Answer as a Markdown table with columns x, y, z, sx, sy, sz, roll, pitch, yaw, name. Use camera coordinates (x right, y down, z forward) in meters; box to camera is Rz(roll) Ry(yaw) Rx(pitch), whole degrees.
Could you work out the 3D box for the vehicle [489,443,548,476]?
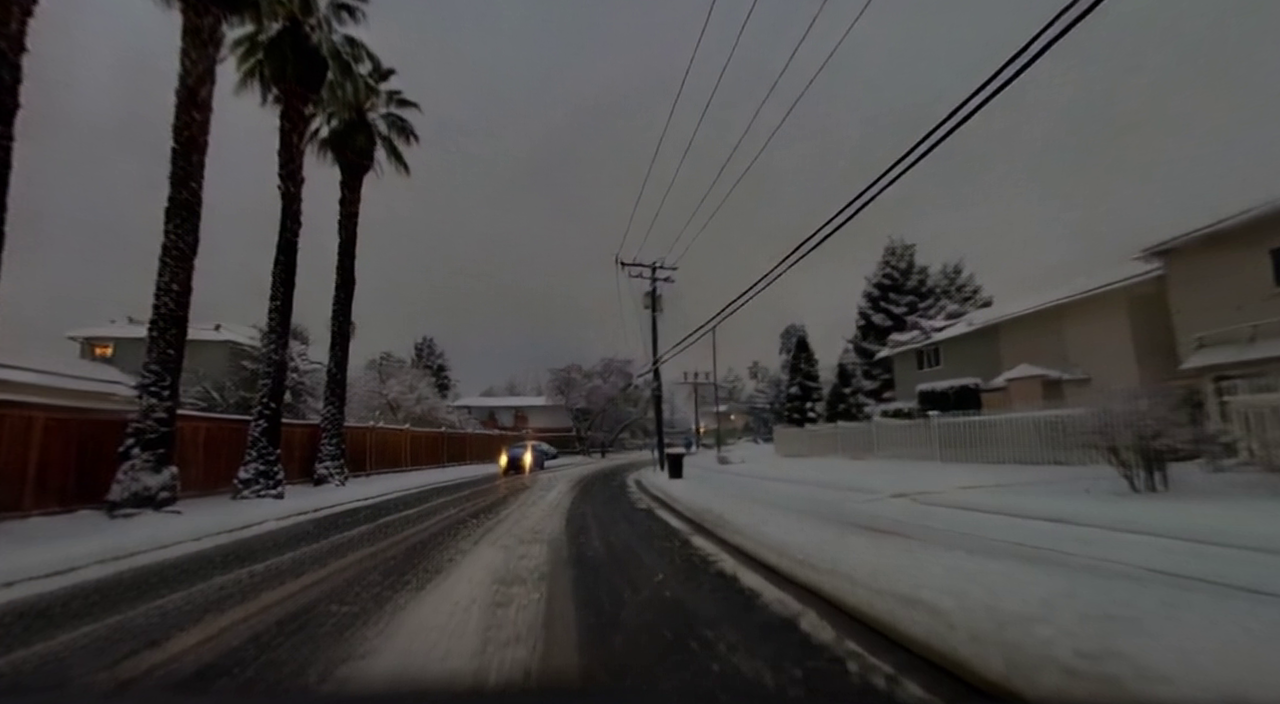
| x | y | z | sx | sy | sz | roll | pitch | yaw | name |
| --- | --- | --- | --- | --- | --- | --- | --- | --- | --- |
| -6.735 | 6.021 | 35.691 | 2.208 | 1.758 | 4.529 | 0 | -8 | 3 | vehicle |
